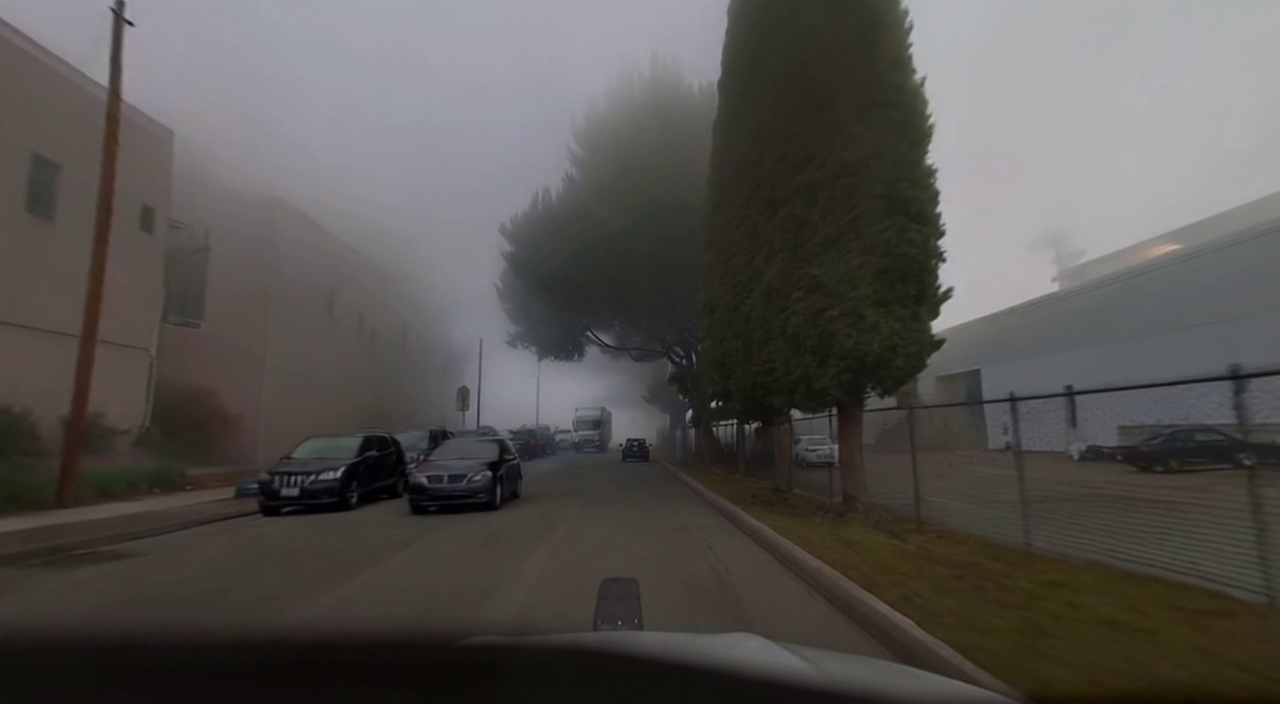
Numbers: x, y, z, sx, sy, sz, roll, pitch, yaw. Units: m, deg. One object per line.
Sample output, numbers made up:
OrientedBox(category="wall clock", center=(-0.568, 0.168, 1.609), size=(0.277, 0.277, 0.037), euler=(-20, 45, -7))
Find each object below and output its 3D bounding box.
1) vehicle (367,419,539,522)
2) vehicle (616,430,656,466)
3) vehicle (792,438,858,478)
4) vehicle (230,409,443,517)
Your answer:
OrientedBox(category="vehicle", center=(-3.472, 2.270, 12.747), size=(2.157, 1.703, 4.310), euler=(0, -8, 0))
OrientedBox(category="vehicle", center=(-0.240, 5.401, 35.638), size=(2.152, 1.874, 4.042), euler=(0, -8, -1))
OrientedBox(category="vehicle", center=(8.248, 4.713, 28.432), size=(1.874, 1.669, 4.083), euler=(0, -8, 2))
OrientedBox(category="vehicle", center=(-6.420, 2.473, 14.296), size=(2.139, 1.943, 5.295), euler=(-1, -9, 1))
